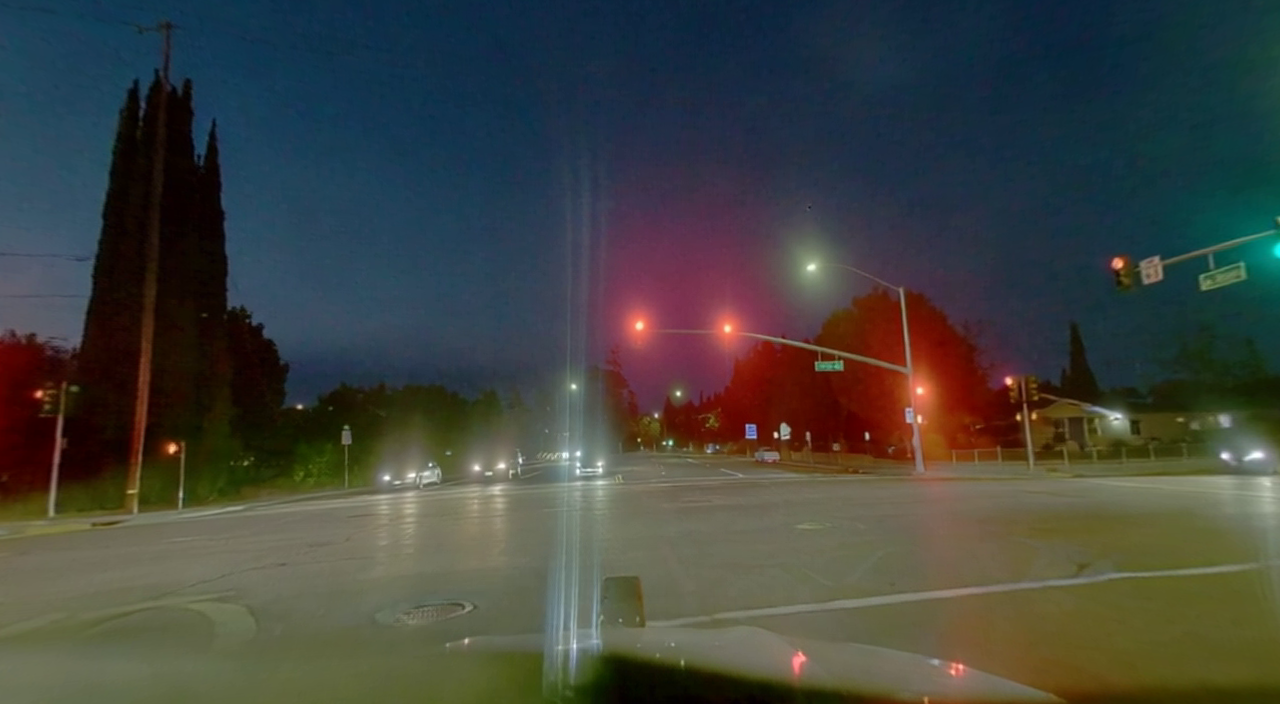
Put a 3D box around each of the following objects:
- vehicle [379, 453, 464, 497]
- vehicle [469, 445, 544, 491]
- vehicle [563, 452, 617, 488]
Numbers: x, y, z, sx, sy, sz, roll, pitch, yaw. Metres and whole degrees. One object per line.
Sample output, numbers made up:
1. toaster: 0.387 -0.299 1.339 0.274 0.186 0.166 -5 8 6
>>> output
1. vehicle: -9.963 5.612 29.265 2.241 1.819 4.690 0 -9 -1
2. vehicle: -6.183 5.429 30.058 2.479 1.977 5.254 0 -9 -1
3. vehicle: -2.196 5.356 29.133 2.174 1.477 4.805 0 -9 -1
